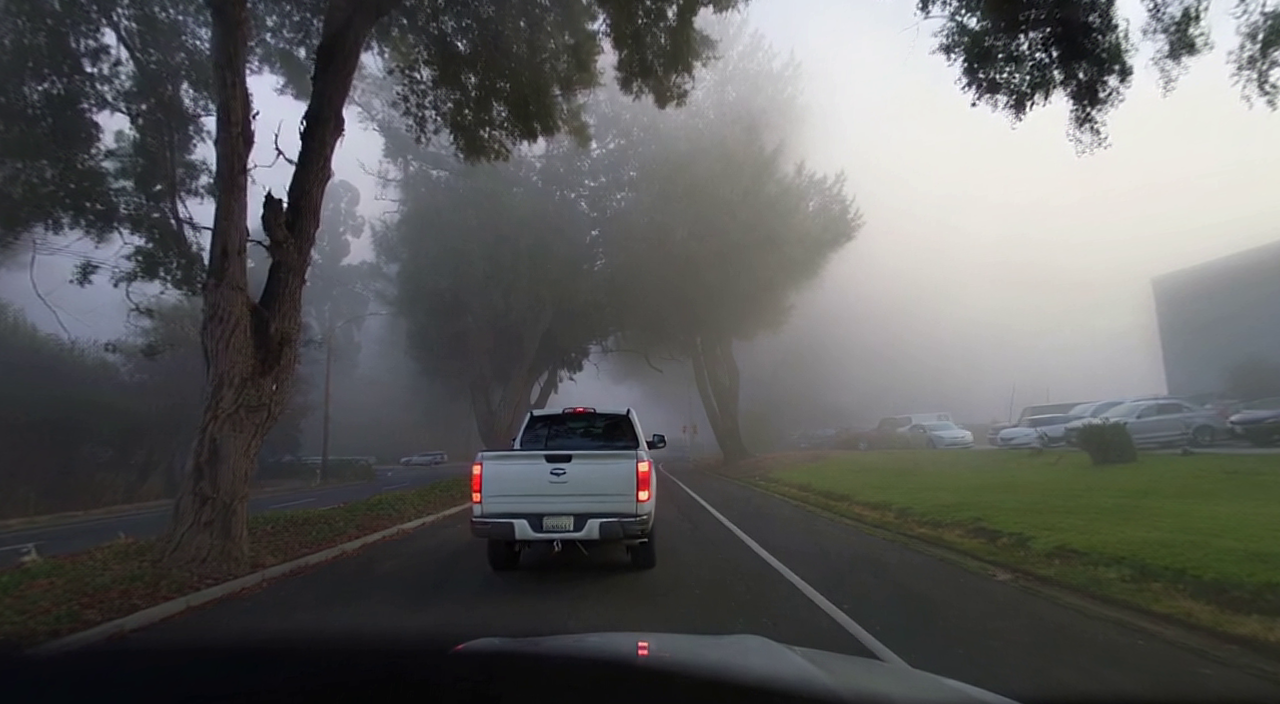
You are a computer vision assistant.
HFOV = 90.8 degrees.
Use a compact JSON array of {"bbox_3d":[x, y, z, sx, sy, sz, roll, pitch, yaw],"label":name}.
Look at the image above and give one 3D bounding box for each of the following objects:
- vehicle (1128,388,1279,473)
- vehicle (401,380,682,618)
[{"bbox_3d":[11.879,1.417,11.477,4.298,1.392,1.944,-1,-8,2],"label":"vehicle"},{"bbox_3d":[-0.682,1.493,7.453,2.157,1.816,5.039,0,-8,2],"label":"vehicle"}]
